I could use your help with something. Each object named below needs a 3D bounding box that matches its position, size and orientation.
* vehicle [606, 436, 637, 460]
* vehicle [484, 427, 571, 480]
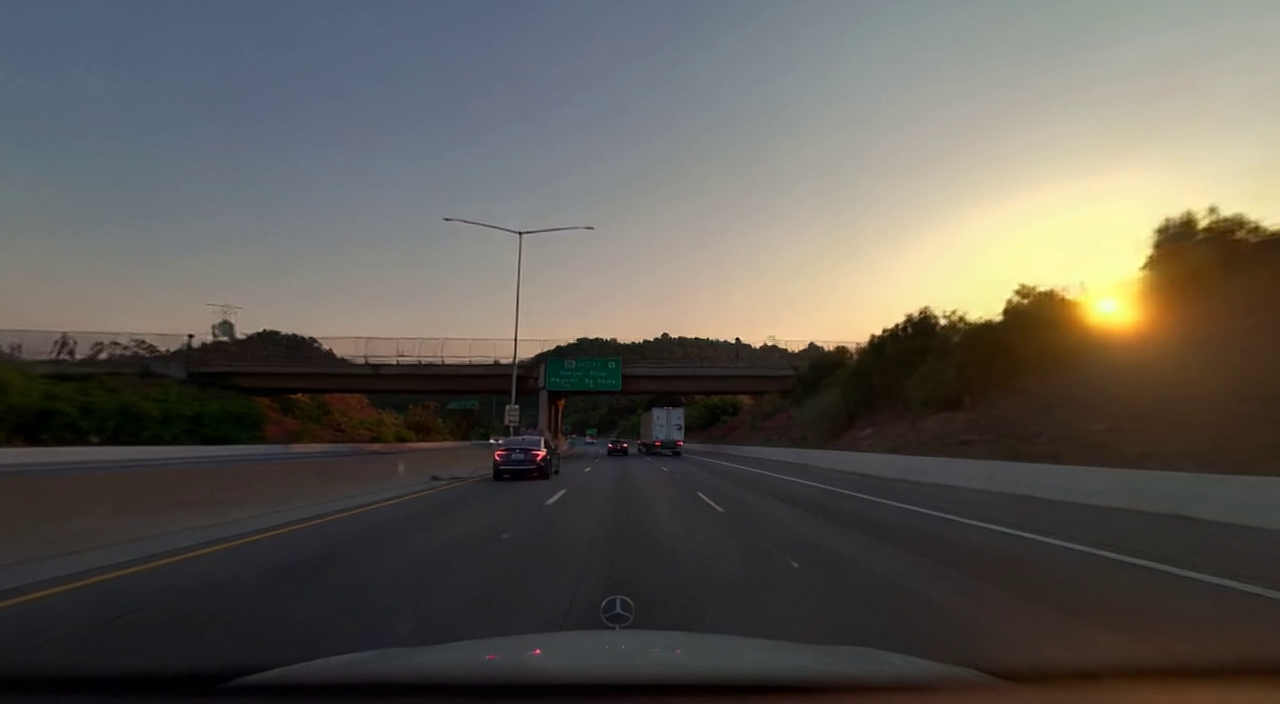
[{"bbox_3d":[-1.294,6.731,44.290,2.125,1.542,3.816,0,-8,-2],"label":"vehicle"},{"bbox_3d":[-4.016,3.736,23.419,2.377,1.747,4.703,0,-8,0],"label":"vehicle"}]
